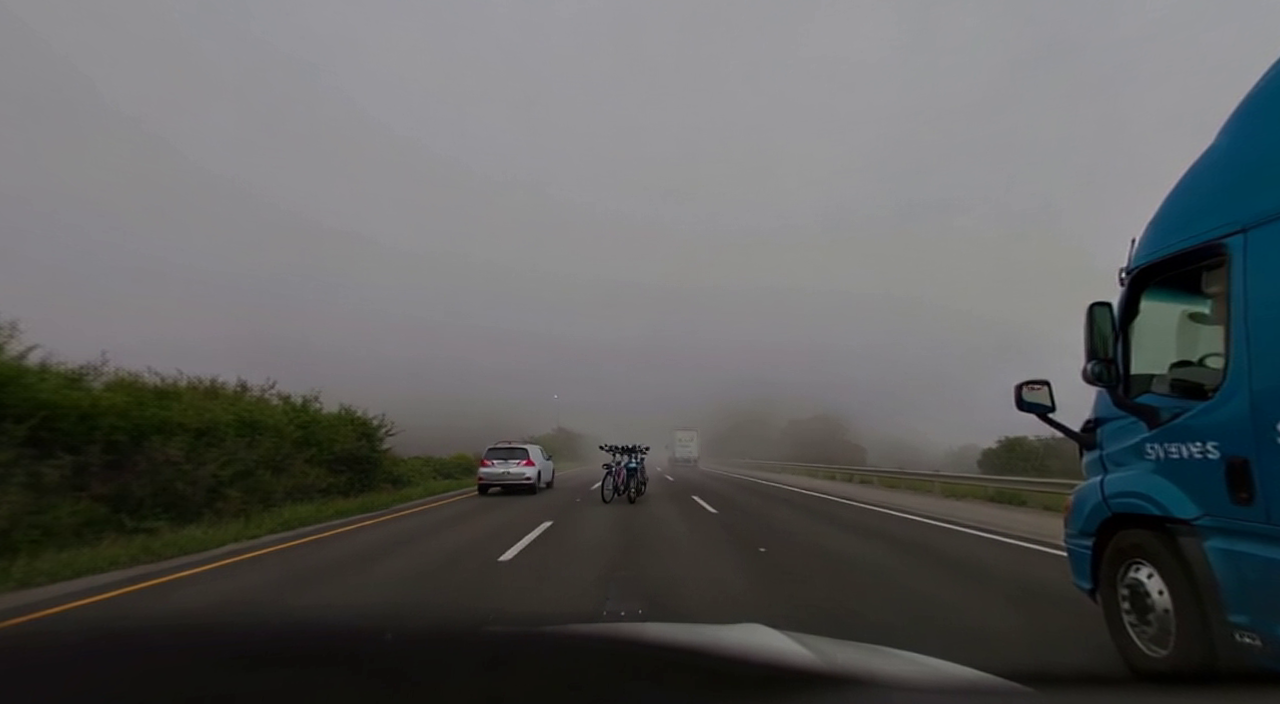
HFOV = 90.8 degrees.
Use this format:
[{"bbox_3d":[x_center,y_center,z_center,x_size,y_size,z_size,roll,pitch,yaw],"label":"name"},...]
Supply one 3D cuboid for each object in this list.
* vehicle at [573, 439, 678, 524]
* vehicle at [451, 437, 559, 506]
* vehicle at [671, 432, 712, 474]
[{"bbox_3d":[-0.274,2.717,13.685,1.973,1.574,3.426,0,-9,0],"label":"vehicle"},{"bbox_3d":[-3.624,3.309,17.846,1.985,1.671,4.604,0,-9,0],"label":"vehicle"},{"bbox_3d":[3.493,7.000,43.747,2.234,2.679,5.372,0,-9,-1],"label":"vehicle"}]
